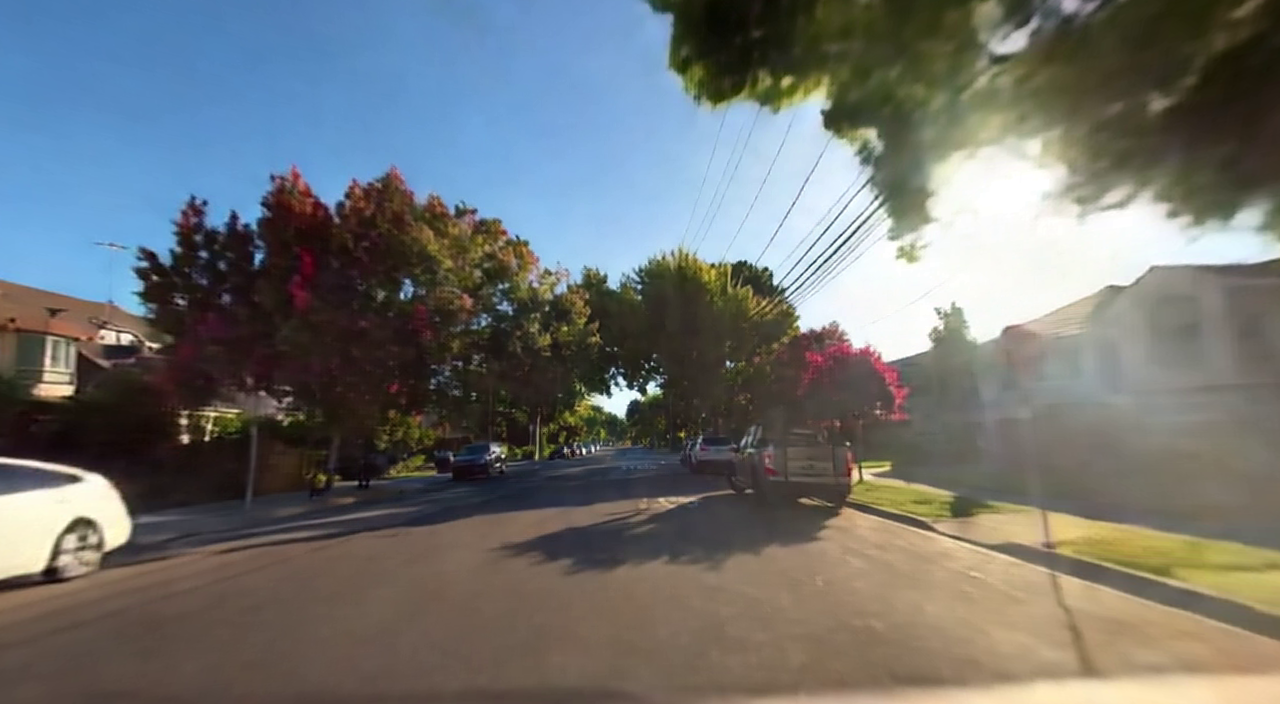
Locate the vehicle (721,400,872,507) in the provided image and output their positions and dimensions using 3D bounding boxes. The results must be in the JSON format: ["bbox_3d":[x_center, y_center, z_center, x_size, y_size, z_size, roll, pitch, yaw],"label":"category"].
[{"bbox_3d":[3.407,2.391,15.201,2.111,2.054,5.748,0,-8,0],"label":"vehicle"}]

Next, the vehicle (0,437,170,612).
[{"bbox_3d":[-6.726,1.567,5.256,2.086,1.516,4.568,-6,-10,1],"label":"vehicle"}]

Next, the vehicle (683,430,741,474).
[{"bbox_3d":[3.084,4.388,27.856,1.993,1.778,4.311,0,-8,0],"label":"vehicle"}]

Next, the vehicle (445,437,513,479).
[{"bbox_3d":[-7.394,4.968,29.386,1.980,1.664,4.342,-5,-11,-1],"label":"vehicle"}]
